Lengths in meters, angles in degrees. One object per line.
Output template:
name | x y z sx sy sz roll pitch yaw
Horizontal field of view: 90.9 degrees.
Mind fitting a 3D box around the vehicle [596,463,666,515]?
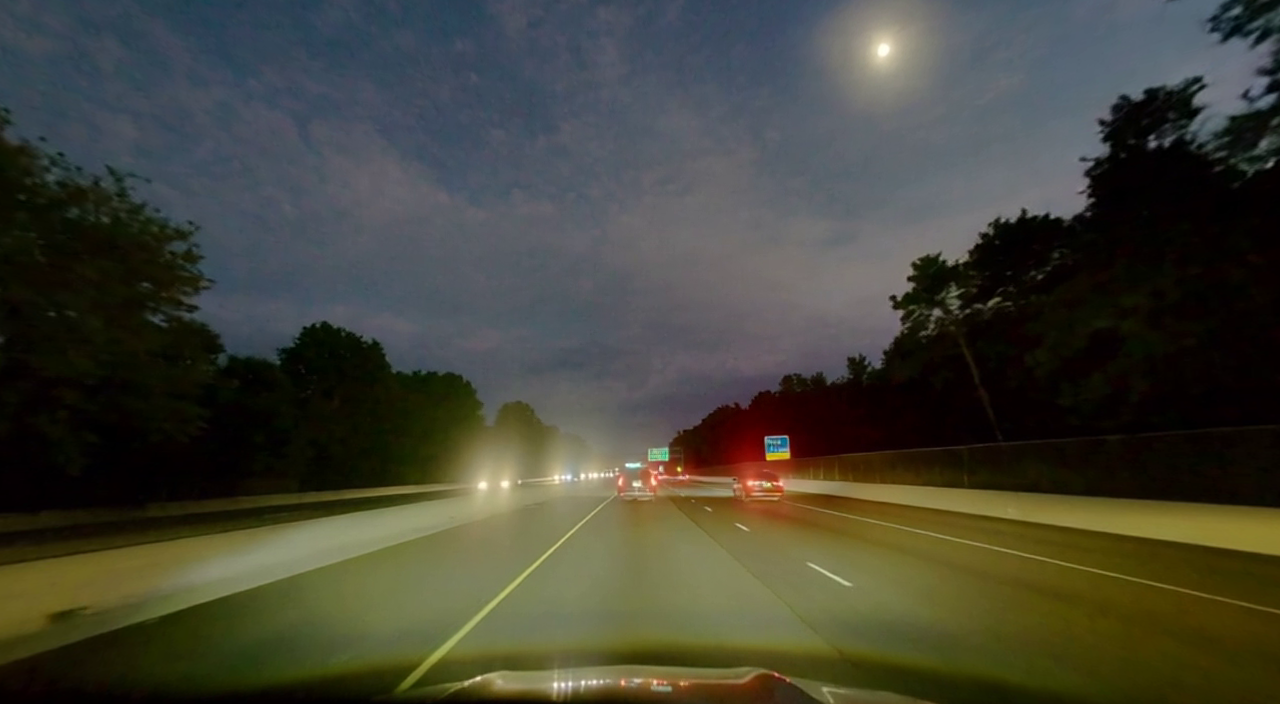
vehicle | -0.261 4.389 20.458 2.060 1.473 3.726 1 -10 0

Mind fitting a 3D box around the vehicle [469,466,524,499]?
vehicle | -7.513 6.854 33.255 1.911 1.585 3.952 1 -10 1

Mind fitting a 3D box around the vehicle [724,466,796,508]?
vehicle | 4.650 5.294 24.981 1.974 1.476 4.119 1 -10 -1
